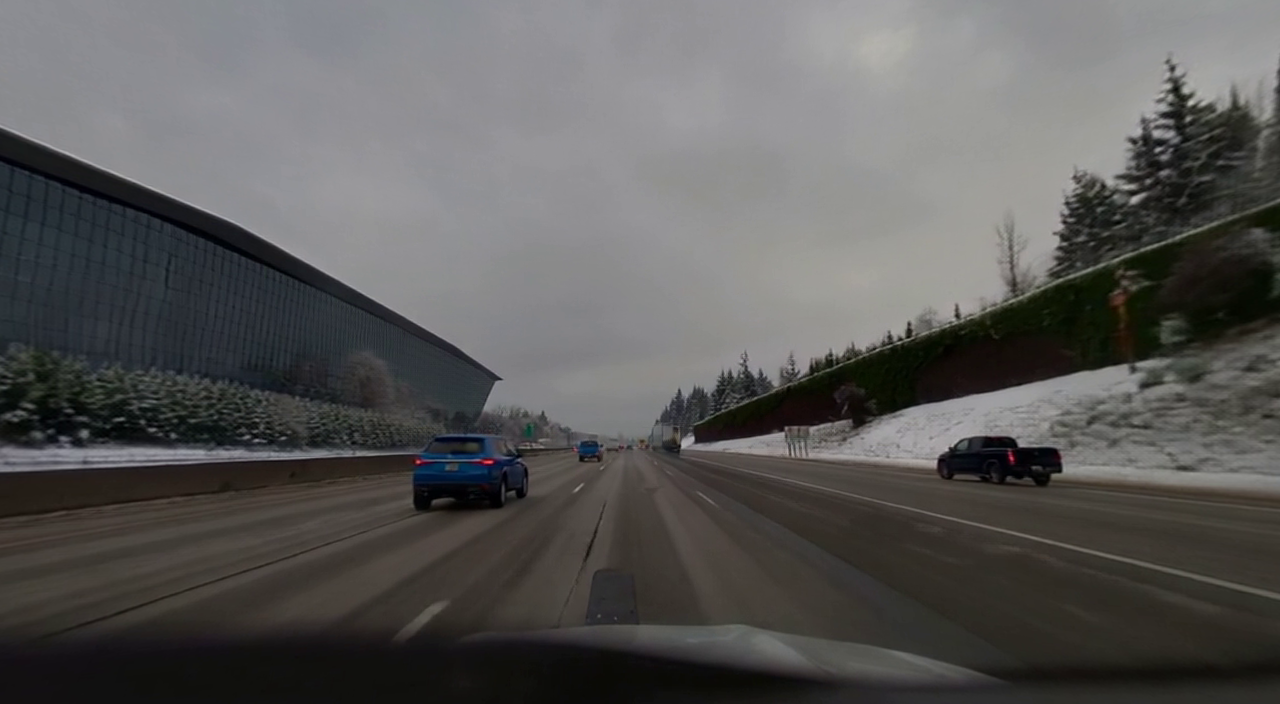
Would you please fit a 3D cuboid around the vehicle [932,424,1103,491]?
[{"bbox_3d":[11.444,3.267,19.756,2.089,1.787,5.080,0,-9,-2],"label":"vehicle"}]

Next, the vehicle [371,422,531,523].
[{"bbox_3d":[-3.615,2.406,13.054,2.039,1.710,4.237,0,-9,-1],"label":"vehicle"}]

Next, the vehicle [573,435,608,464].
[{"bbox_3d":[-3.646,7.346,47.720,2.284,2.022,5.752,0,-9,-1],"label":"vehicle"}]
